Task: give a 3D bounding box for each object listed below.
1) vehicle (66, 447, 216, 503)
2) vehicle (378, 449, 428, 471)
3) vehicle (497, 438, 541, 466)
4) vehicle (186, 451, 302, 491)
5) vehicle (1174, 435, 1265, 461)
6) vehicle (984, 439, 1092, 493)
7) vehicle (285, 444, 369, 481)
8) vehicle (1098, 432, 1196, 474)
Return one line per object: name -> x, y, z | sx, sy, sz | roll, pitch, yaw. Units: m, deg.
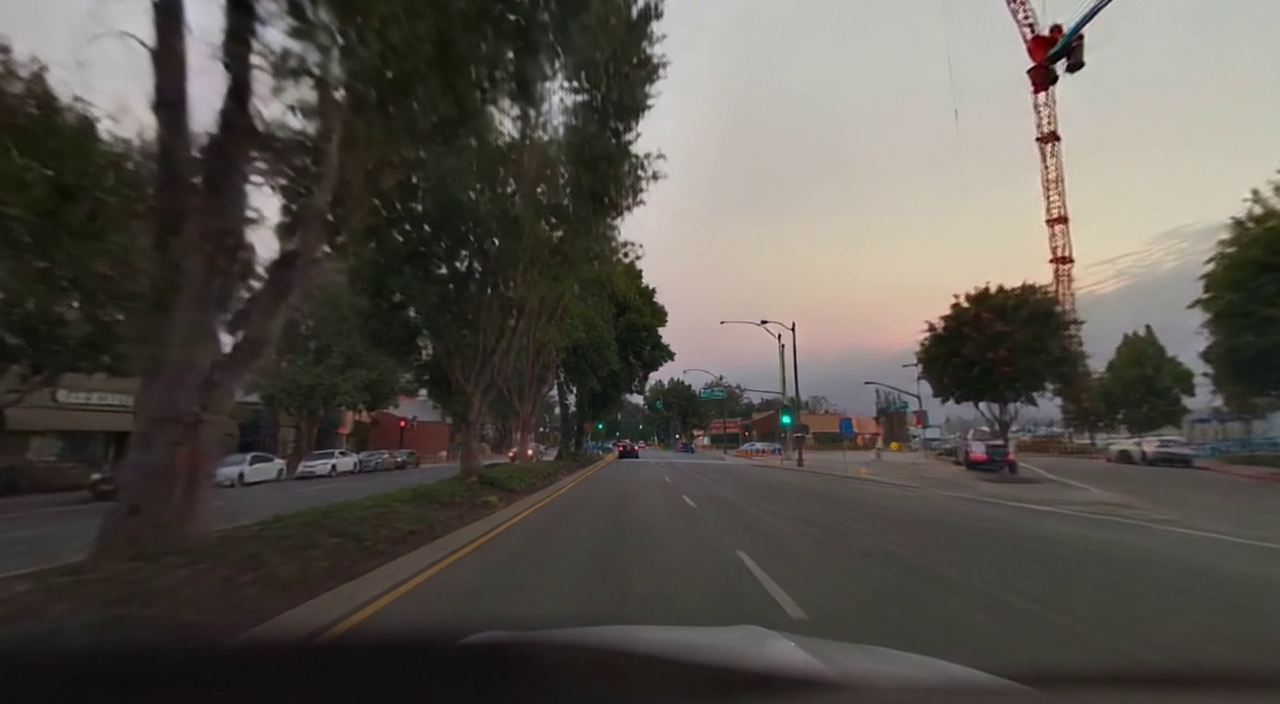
vehicle -> -16.467, 4.033, 21.163 | 1.808, 1.670, 3.937 | 0, -9, -1
vehicle -> -16.664, 7.617, 44.698 | 1.804, 1.467, 4.489 | 0, -9, 0
vehicle -> -8.962, 7.418, 47.150 | 2.227, 1.956, 4.978 | 0, -9, 1
vehicle -> -16.449, 4.934, 26.585 | 1.780, 1.493, 4.703 | 0, -9, 1
vehicle -> 35.785, 5.937, 39.101 | 3.656, 1.497, 1.727 | -3, -9, 17
vehicle -> 12.530, 3.580, 20.240 | 1.961, 1.485, 4.762 | -3, -9, 21
vehicle -> -16.366, 5.787, 33.365 | 2.070, 1.774, 4.549 | 0, -9, 0
vehicle -> 25.553, 5.090, 32.090 | 2.159, 1.920, 4.948 | -3, -9, 18
